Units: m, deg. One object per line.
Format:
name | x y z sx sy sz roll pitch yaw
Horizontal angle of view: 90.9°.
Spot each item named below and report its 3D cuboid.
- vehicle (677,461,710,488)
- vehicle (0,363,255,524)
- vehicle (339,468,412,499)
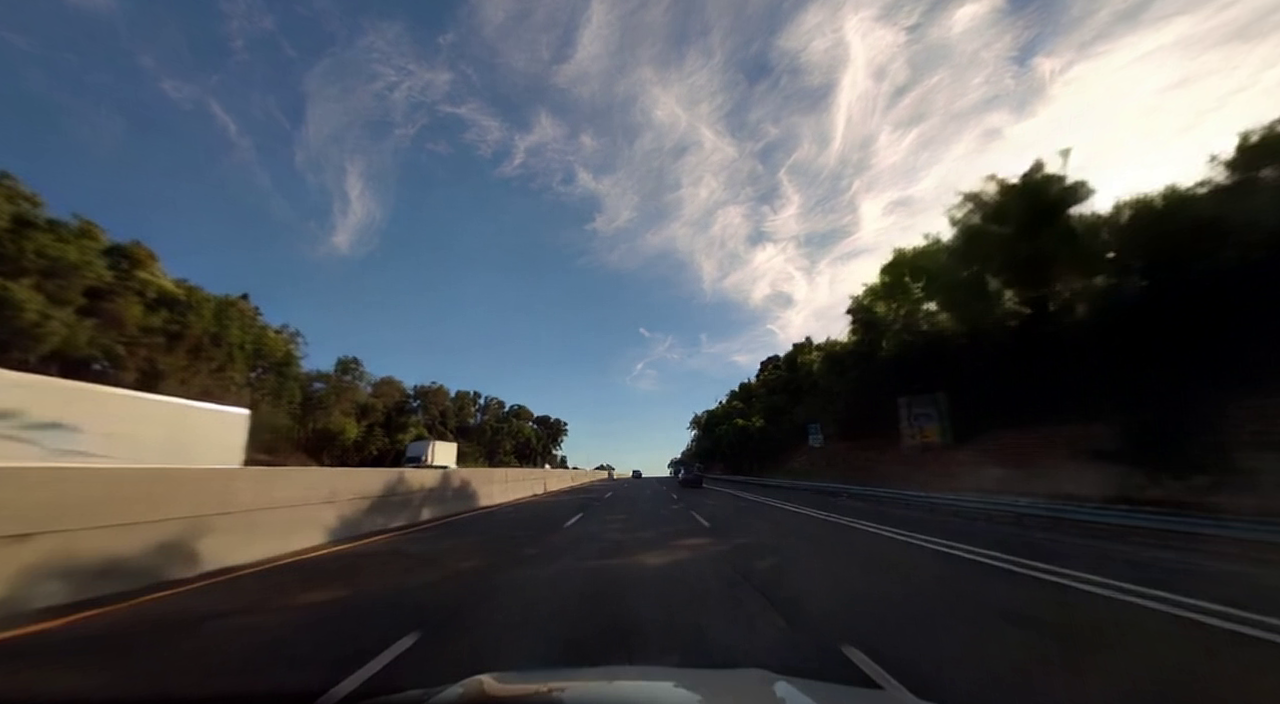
vehicle | 4.070 9.494 49.032 2.093 1.933 4.623 1 -10 -1
vehicle | -17.986 2.931 19.452 3.018 4.078 14.135 1 -10 1
vehicle | -13.950 6.942 33.489 1.888 1.474 4.238 0 -10 1
